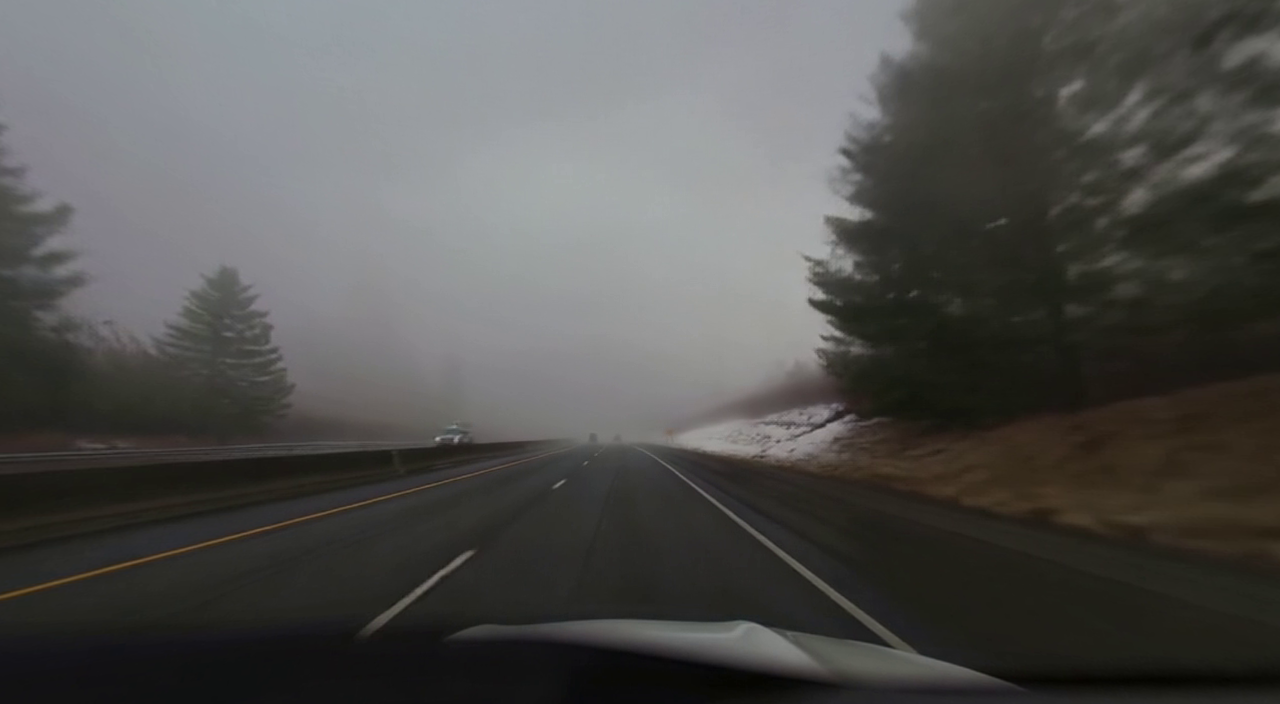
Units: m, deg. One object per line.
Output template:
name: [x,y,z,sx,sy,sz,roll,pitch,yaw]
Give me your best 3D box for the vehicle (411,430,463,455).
vehicle: [-15.375,6.858,47.924,2.449,1.764,4.695,0,-8,-1]
